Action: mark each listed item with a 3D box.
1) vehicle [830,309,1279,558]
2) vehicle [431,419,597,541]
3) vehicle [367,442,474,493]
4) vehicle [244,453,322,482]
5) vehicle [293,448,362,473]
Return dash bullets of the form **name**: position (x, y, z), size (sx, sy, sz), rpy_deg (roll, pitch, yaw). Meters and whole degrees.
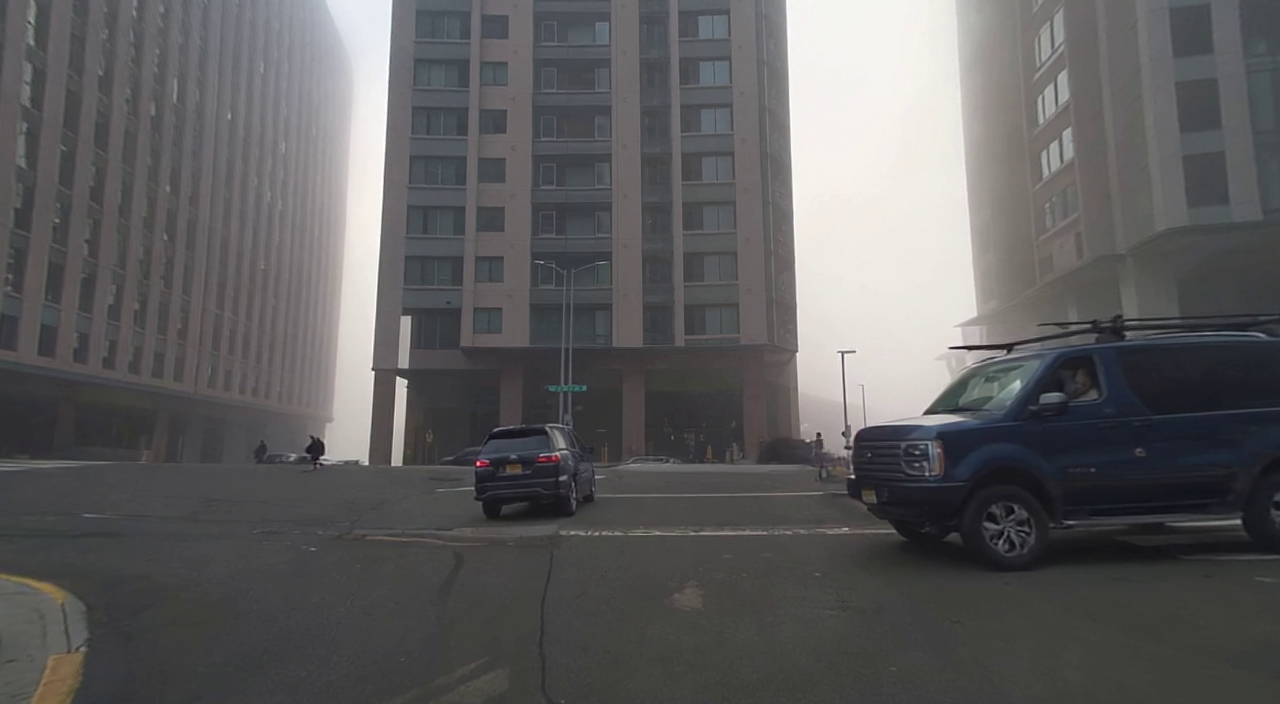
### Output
- **vehicle**: position (6.373, 1.060, 8.250), size (6.932, 2.753, 2.446), rpy_deg (0, -8, 1)
- **vehicle**: position (-1.956, 2.157, 11.215), size (2.144, 1.733, 4.115), rpy_deg (0, -8, -1)
- **vehicle**: position (-8.172, 4.331, 24.024), size (2.395, 1.719, 4.549), rpy_deg (0, -8, 1)
- **vehicle**: position (-19.458, 6.291, 34.505), size (3.467, 1.456, 1.649), rpy_deg (4, -9, -24)
- **vehicle**: position (-19.901, 6.933, 40.303), size (3.692, 1.509, 1.803), rpy_deg (3, -9, -20)
